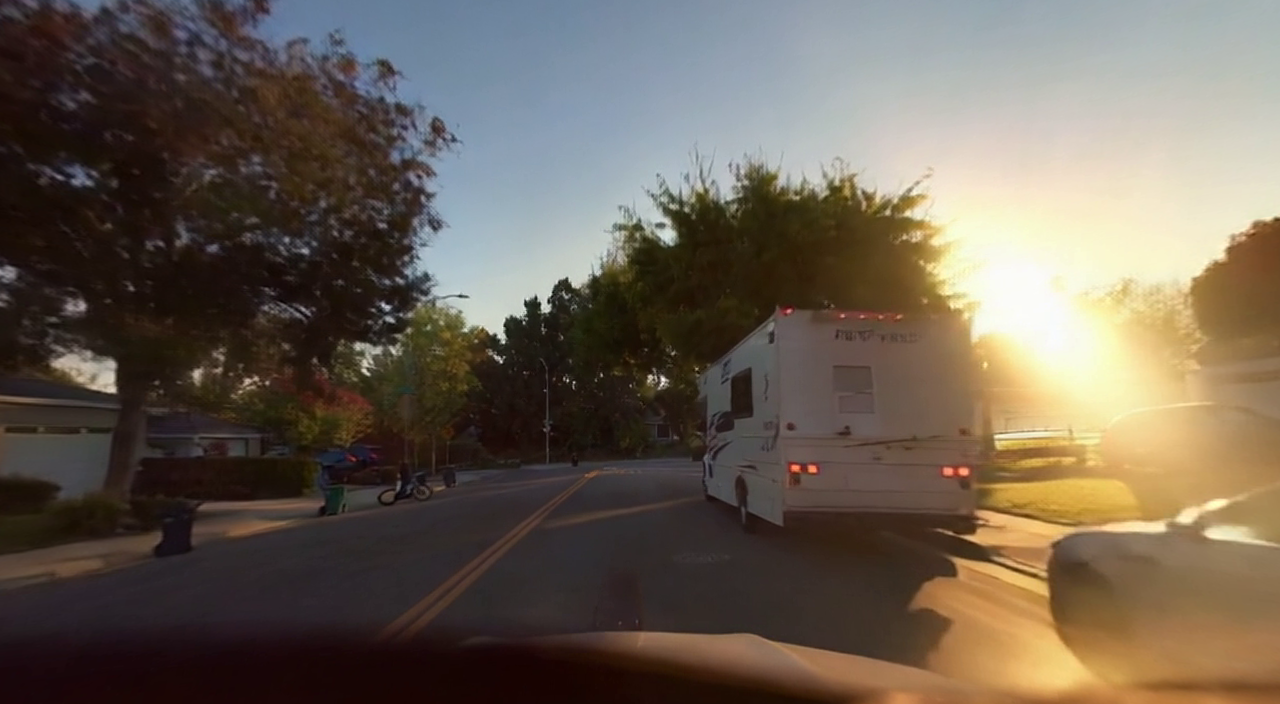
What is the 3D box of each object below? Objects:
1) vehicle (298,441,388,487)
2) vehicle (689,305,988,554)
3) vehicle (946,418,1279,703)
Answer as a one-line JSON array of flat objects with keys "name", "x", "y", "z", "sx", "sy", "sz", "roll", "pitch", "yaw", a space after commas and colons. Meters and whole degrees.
[{"name": "vehicle", "x": -13.253, "y": 5.006, "z": 28.475, "sx": 2.111, "sy": 1.856, "sz": 4.803, "roll": 0, "pitch": -9, "yaw": -6}, {"name": "vehicle", "x": 2.907, "y": 1.626, "z": 12.721, "sx": 2.915, "sy": 3.243, "sz": 8.972, "roll": 0, "pitch": -8, "yaw": -1}, {"name": "vehicle", "x": 3.184, "y": 0.919, "z": 2.008, "sx": 1.870, "sy": 1.429, "sz": 4.743, "roll": 0, "pitch": -8, "yaw": -2}]
